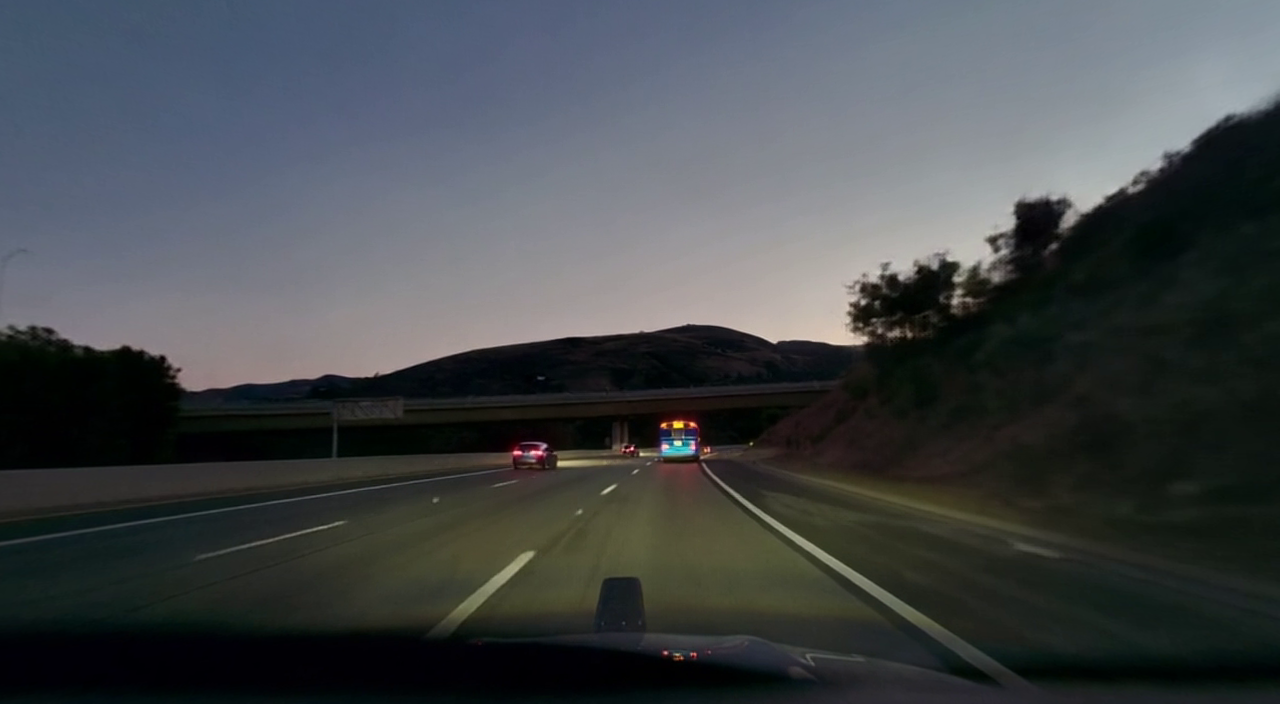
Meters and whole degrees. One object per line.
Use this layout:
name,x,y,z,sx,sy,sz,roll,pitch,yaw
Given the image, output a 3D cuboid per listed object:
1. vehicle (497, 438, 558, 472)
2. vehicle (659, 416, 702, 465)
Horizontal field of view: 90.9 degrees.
vehicle,-6.046,5.564,34.428,2.172,1.689,4.625,-1,-8,4
vehicle,3.197,6.840,48.597,2.945,3.295,10.406,-1,-8,4
